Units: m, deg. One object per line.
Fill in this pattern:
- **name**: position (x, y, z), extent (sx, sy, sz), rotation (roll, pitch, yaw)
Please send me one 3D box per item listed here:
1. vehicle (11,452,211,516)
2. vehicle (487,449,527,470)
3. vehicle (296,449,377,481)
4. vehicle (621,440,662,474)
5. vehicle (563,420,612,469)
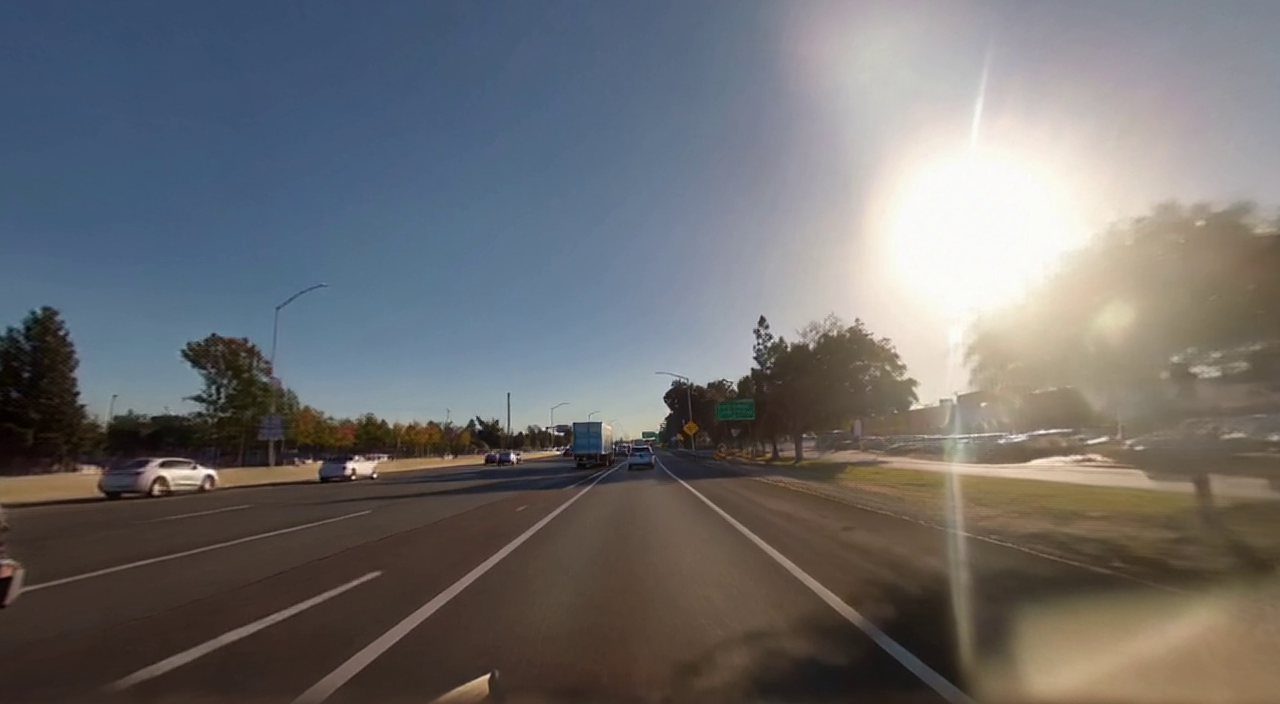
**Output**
- **vehicle**: position (-14.690, 3.633, 17.924), extent (1.805, 1.508, 4.331), rotation (0, -8, 2)
- **vehicle**: position (-10.424, 8.465, 49.807), extent (1.928, 1.480, 4.823), rotation (0, -8, 2)
- **vehicle**: position (-17.590, 6.543, 36.850), extent (2.076, 1.709, 4.893), rotation (-1, -8, 3)
- **vehicle**: position (0.110, 6.045, 36.589), extent (2.227, 1.794, 4.646), rotation (0, -8, 1)
- **vehicle**: position (-3.936, 7.202, 49.039), extent (2.796, 3.426, 8.553), rotation (0, -8, 2)
